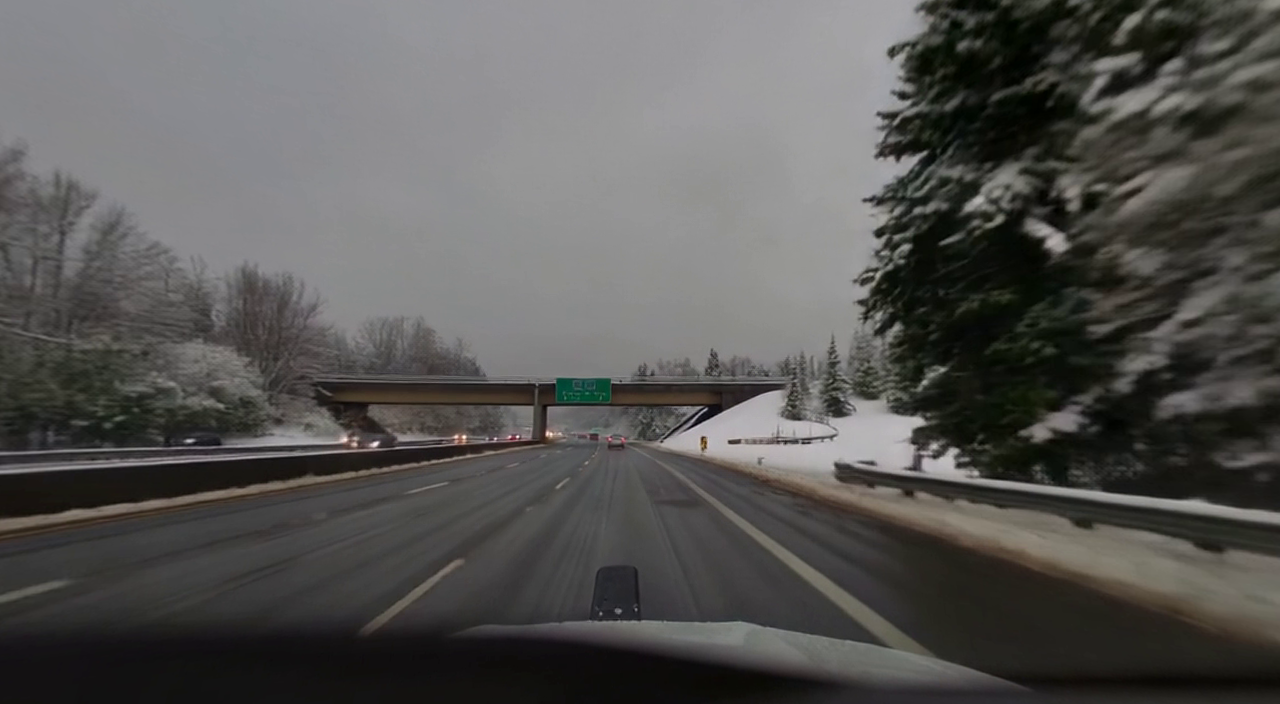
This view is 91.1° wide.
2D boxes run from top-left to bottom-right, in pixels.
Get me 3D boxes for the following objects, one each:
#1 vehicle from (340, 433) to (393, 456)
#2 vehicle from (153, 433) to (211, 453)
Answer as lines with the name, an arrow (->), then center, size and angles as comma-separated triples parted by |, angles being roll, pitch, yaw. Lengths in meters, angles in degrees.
vehicle -> -19.207, 6.502, 44.354 | 1.888, 1.487, 4.438 | 0, -8, -2
vehicle -> -34.594, 6.896, 47.578 | 1.673, 1.422, 3.610 | 0, -8, -2
